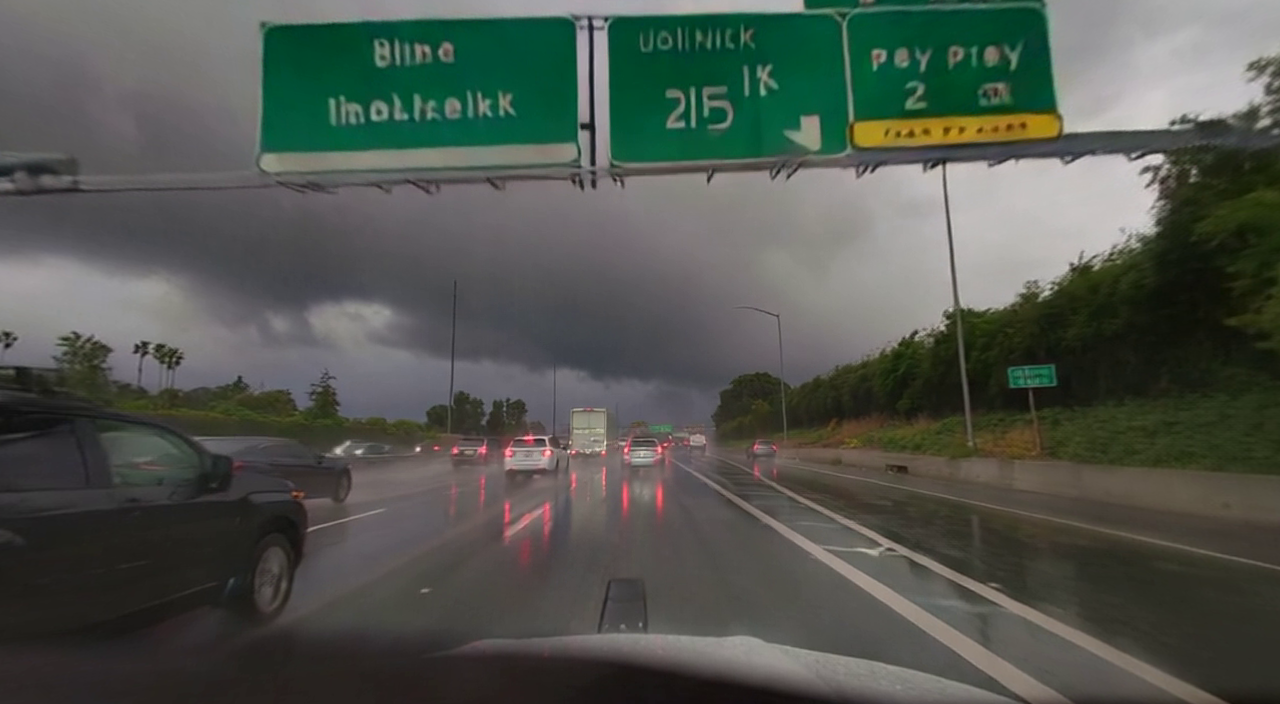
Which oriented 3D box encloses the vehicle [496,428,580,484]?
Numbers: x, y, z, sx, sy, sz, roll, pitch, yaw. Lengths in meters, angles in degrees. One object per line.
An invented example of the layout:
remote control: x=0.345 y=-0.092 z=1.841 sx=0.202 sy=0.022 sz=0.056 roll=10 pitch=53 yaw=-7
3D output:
vehicle: x=-3.517 y=3.695 z=22.654 sx=2.125 sy=1.792 sz=4.466 roll=0 pitch=-8 yaw=2

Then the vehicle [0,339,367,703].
vehicle: x=-3.472 y=0.944 z=3.197 sx=2.209 sy=1.711 sz=4.296 roll=0 pitch=-8 yaw=0

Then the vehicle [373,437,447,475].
vehicle: x=-10.894 y=4.958 z=30.229 sx=1.894 sy=1.669 sz=4.251 roll=0 pitch=-8 yaw=0

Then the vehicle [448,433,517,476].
vehicle: x=-7.005 y=4.623 z=28.566 sx=1.998 sy=1.770 sz=4.222 roll=0 pitch=-8 yaw=0

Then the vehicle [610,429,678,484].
vehicle: x=0.141 y=3.619 z=22.030 sx=2.180 sy=1.716 sz=3.920 roll=0 pitch=-8 yaw=0
